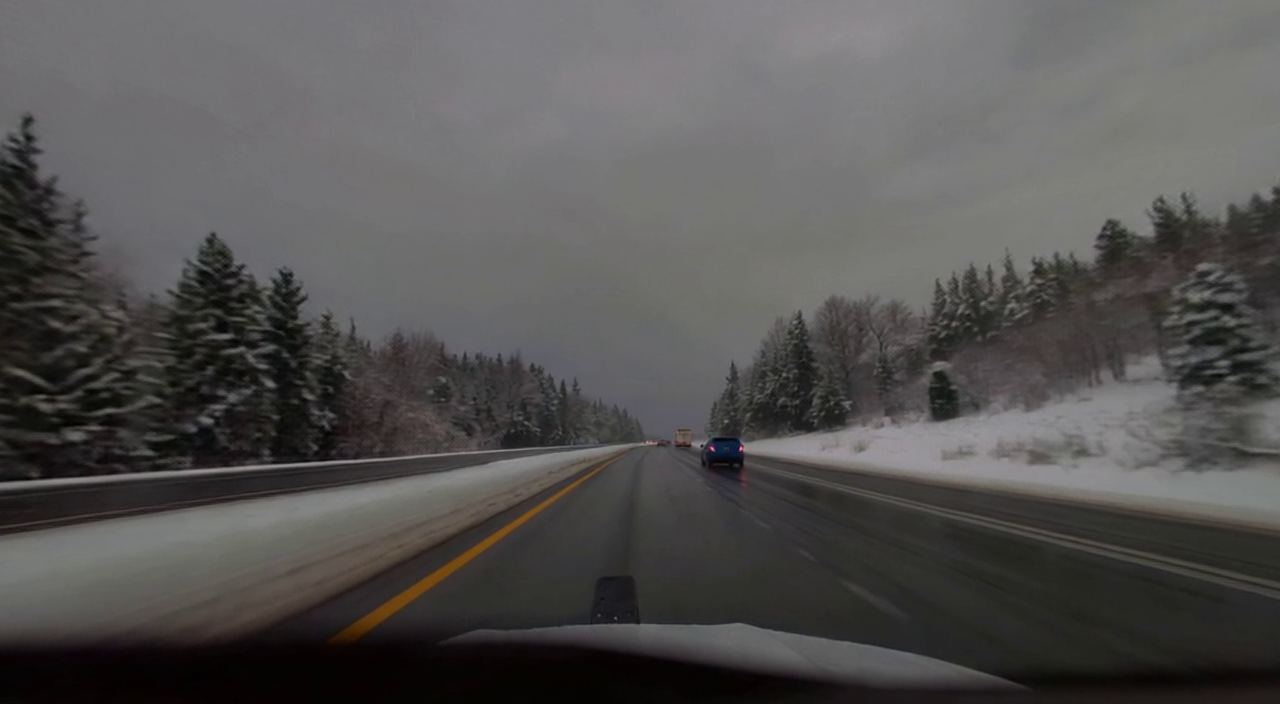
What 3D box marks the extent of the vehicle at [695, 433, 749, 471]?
[{"bbox_3d":[3.847,4.762,30.241,2.022,1.663,4.245,-1,-8,0],"label":"vehicle"}]
